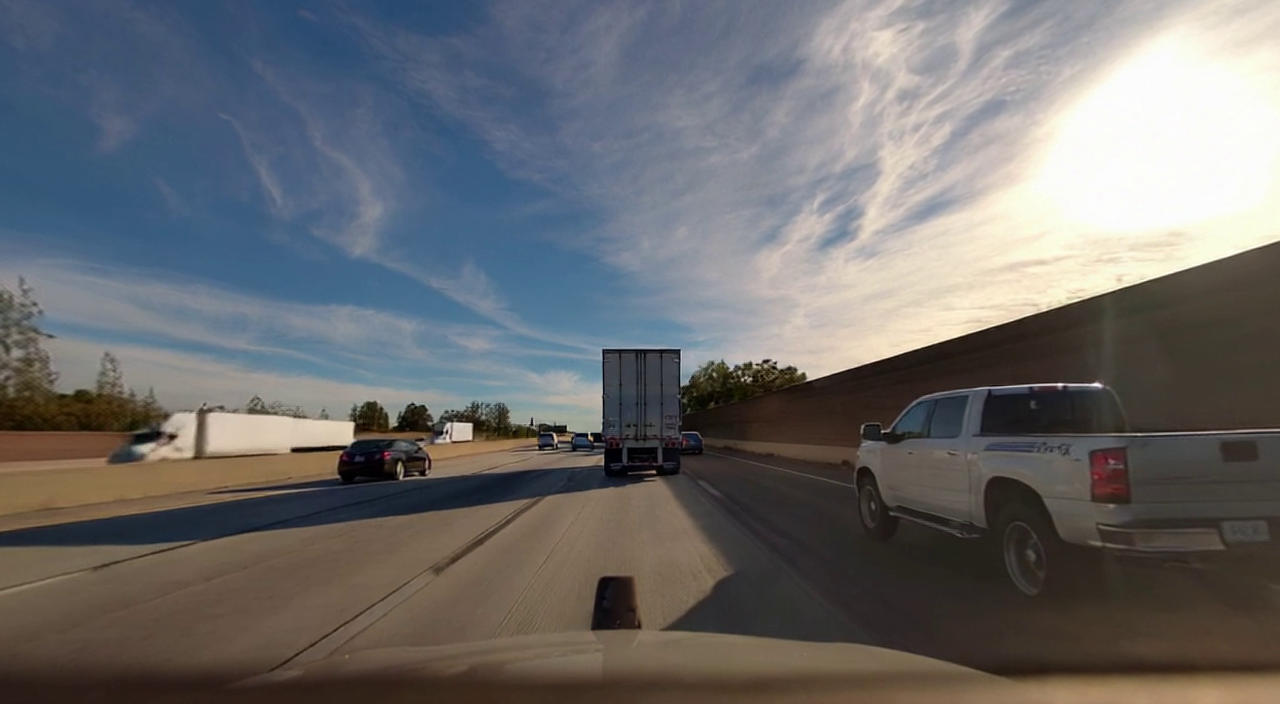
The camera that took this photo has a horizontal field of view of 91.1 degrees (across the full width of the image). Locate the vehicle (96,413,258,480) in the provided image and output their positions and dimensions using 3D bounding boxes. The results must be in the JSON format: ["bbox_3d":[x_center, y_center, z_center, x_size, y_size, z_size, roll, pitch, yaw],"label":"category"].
[{"bbox_3d":[-19.511,4.011,27.033,2.310,2.527,6.025,0,-8,0],"label":"vehicle"}]

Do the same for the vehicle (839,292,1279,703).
[{"bbox_3d":[3.532,0.980,5.057,2.118,1.832,4.901,0,-8,-2],"label":"vehicle"}]

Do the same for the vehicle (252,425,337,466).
[{"bbox_3d":[-24.174,6.561,44.328,2.395,2.623,6.450,0,-8,-1],"label":"vehicle"}]

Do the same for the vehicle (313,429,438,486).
[{"bbox_3d":[-7.782,3.114,18.960,2.059,1.500,4.001,0,-8,-1],"label":"vehicle"}]

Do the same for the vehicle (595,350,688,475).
[{"bbox_3d":[-0.244,2.584,25.043,2.904,3.915,10.473,0,-8,-3],"label":"vehicle"}]

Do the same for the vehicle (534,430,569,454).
[{"bbox_3d":[-6.424,6.560,46.062,2.134,1.650,4.133,0,-8,-3],"label":"vehicle"}]
